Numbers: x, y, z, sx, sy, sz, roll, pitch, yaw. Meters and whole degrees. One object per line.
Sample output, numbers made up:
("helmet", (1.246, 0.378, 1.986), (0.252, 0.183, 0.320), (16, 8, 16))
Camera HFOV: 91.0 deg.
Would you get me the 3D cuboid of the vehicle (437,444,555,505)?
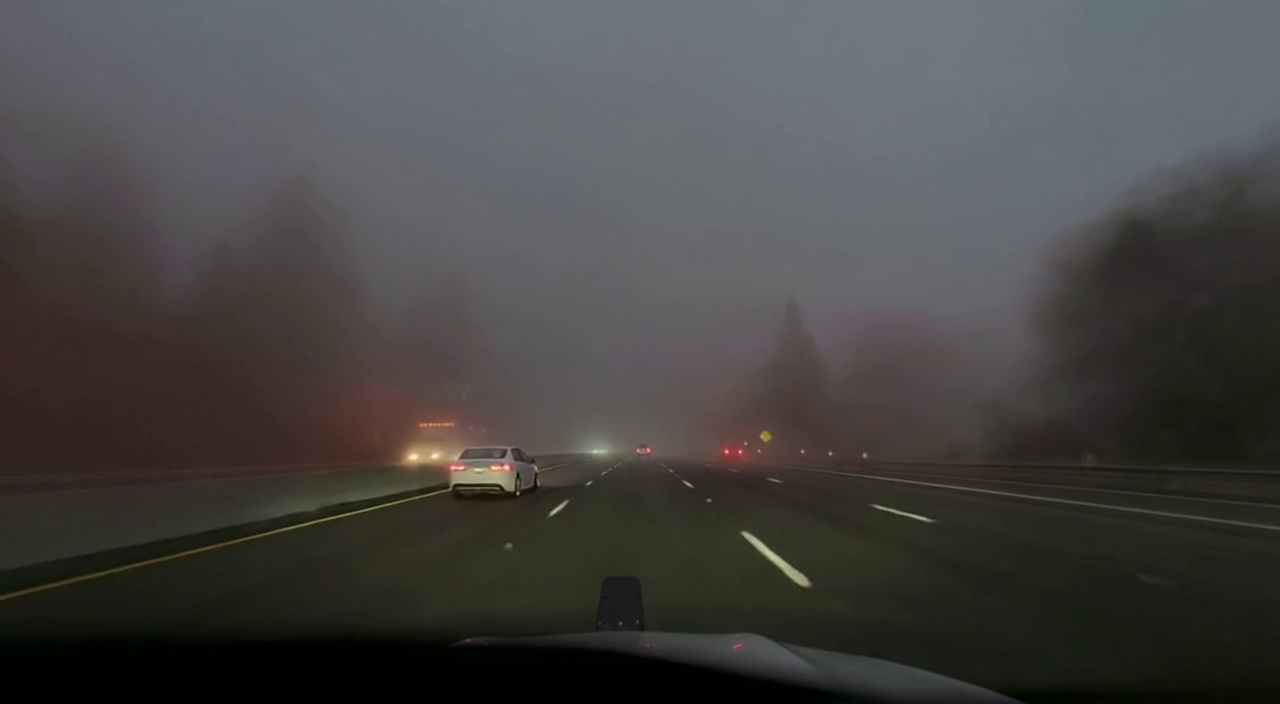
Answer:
("vehicle", (-3.865, 3.371, 17.810), (2.162, 1.493, 4.583), (0, -9, 1))
